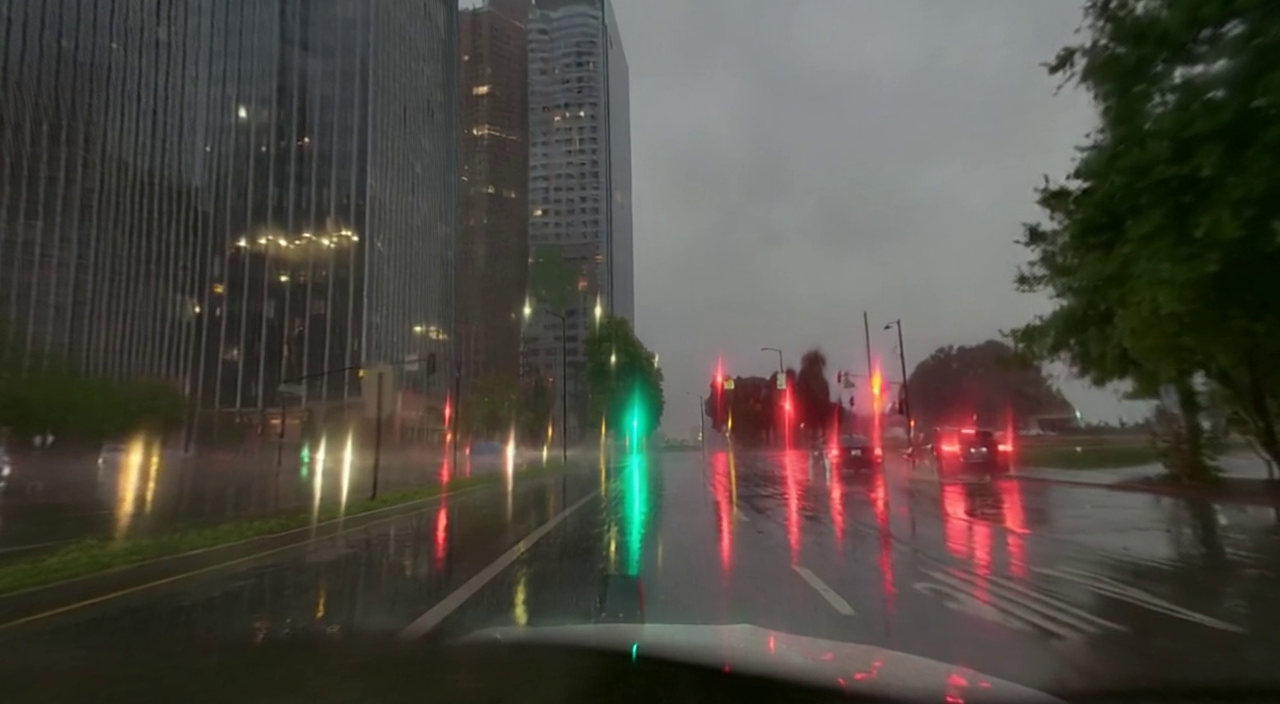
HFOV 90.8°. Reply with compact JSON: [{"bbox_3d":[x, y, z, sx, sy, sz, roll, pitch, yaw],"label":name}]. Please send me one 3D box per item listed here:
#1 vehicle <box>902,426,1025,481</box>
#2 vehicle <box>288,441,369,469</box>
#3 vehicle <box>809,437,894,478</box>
[{"bbox_3d":[11.810,3.745,23.534,2.027,1.810,4.854,0,-9,1],"label":"vehicle"},{"bbox_3d":[-22.033,7.262,44.746,4.779,1.910,2.125,-2,-9,12],"label":"vehicle"},{"bbox_3d":[8.359,4.217,25.522,1.936,1.489,4.885,-1,-8,3],"label":"vehicle"}]
